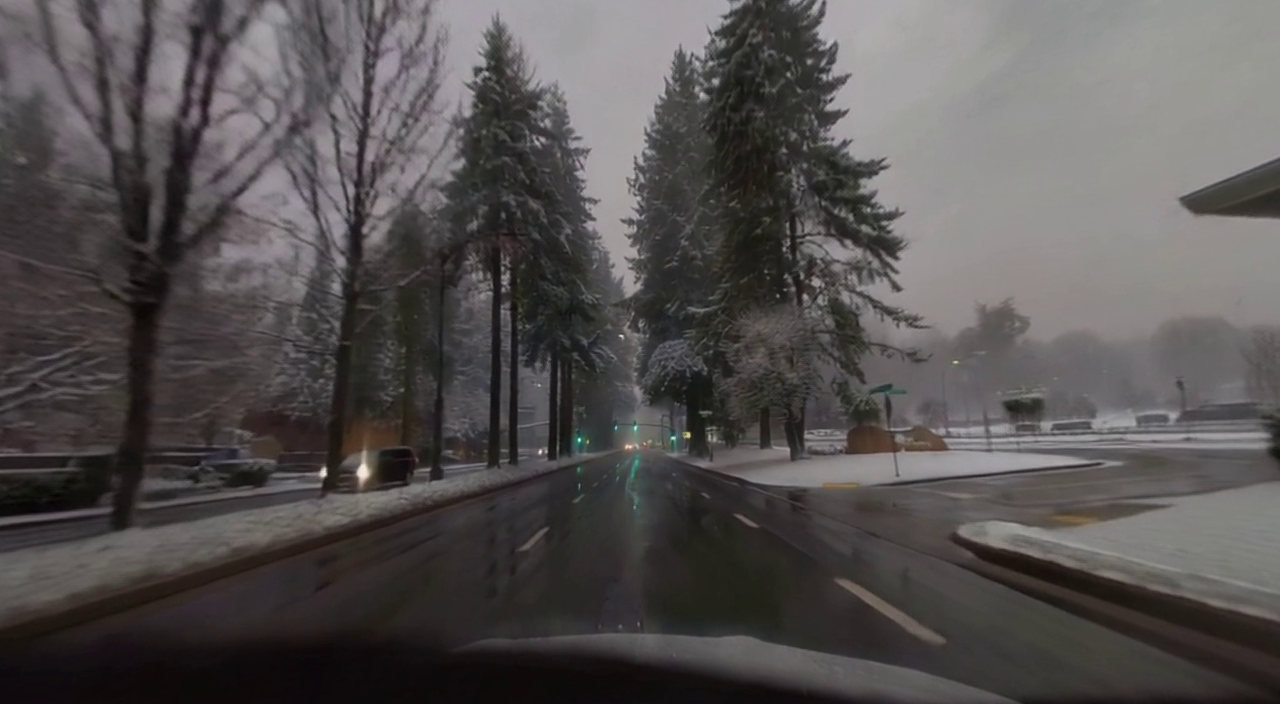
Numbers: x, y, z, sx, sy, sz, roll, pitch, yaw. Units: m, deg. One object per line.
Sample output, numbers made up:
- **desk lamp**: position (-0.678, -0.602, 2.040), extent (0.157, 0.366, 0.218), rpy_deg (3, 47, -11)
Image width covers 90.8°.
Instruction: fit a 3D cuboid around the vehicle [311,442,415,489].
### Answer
- **vehicle**: position (-13.506, 5.524, 31.316), extent (2.505, 2.059, 5.803), rpy_deg (0, -8, 0)
